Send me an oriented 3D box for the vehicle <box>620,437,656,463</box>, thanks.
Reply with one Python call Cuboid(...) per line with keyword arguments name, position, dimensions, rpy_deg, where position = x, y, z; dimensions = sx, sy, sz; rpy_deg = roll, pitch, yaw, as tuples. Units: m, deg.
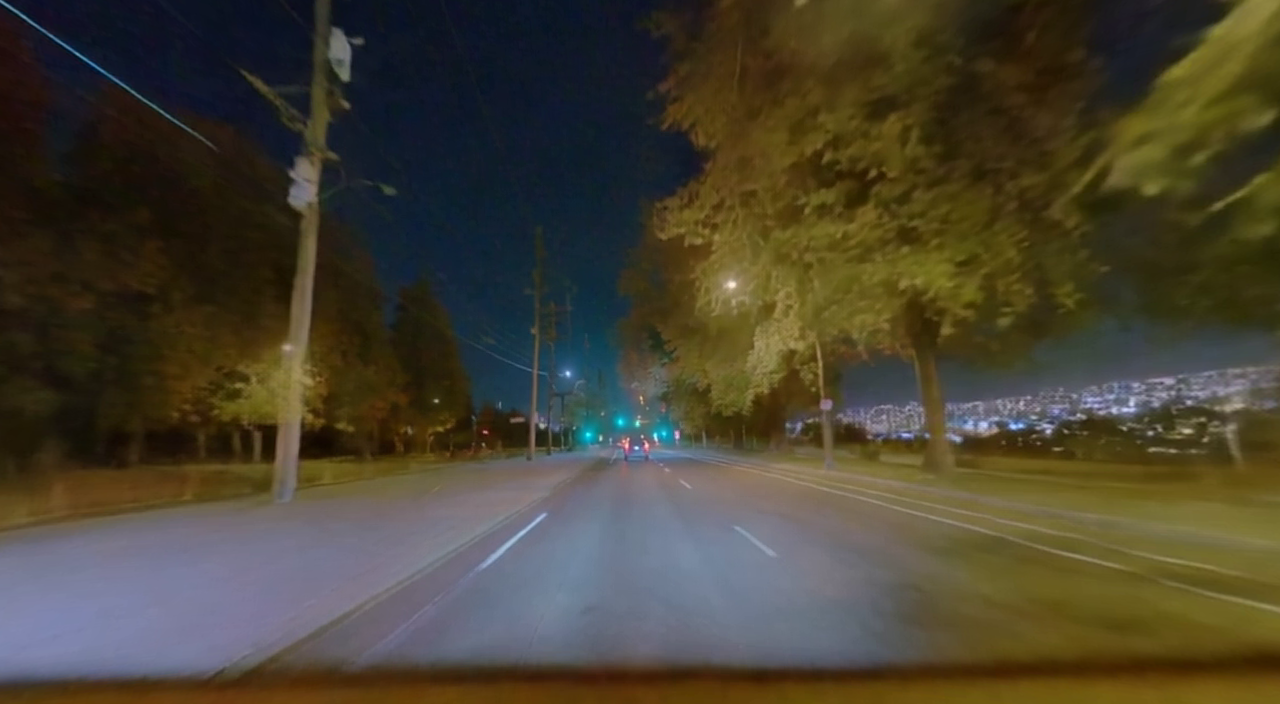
Cuboid(name="vehicle", position=(-0.190, 6.043, 39.325), dimensions=(2.109, 1.501, 4.042), rpy_deg=(0, -8, -2))
